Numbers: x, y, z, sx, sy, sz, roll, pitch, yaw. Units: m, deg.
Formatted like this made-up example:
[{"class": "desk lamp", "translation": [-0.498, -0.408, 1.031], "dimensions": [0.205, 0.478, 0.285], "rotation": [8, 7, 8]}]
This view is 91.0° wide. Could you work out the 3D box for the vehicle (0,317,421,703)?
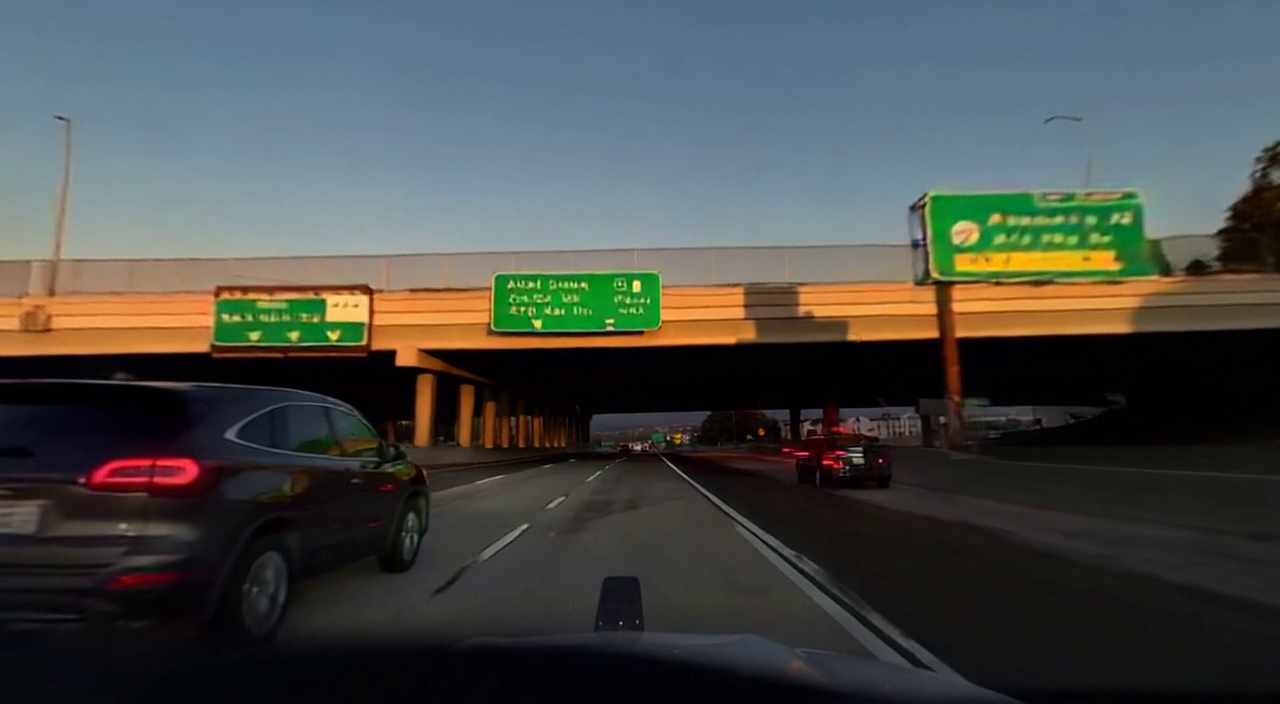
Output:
[{"class": "vehicle", "translation": [-3.319, 0.998, 3.867], "dimensions": [2.203, 1.734, 4.600], "rotation": [0, -9, 1]}]
